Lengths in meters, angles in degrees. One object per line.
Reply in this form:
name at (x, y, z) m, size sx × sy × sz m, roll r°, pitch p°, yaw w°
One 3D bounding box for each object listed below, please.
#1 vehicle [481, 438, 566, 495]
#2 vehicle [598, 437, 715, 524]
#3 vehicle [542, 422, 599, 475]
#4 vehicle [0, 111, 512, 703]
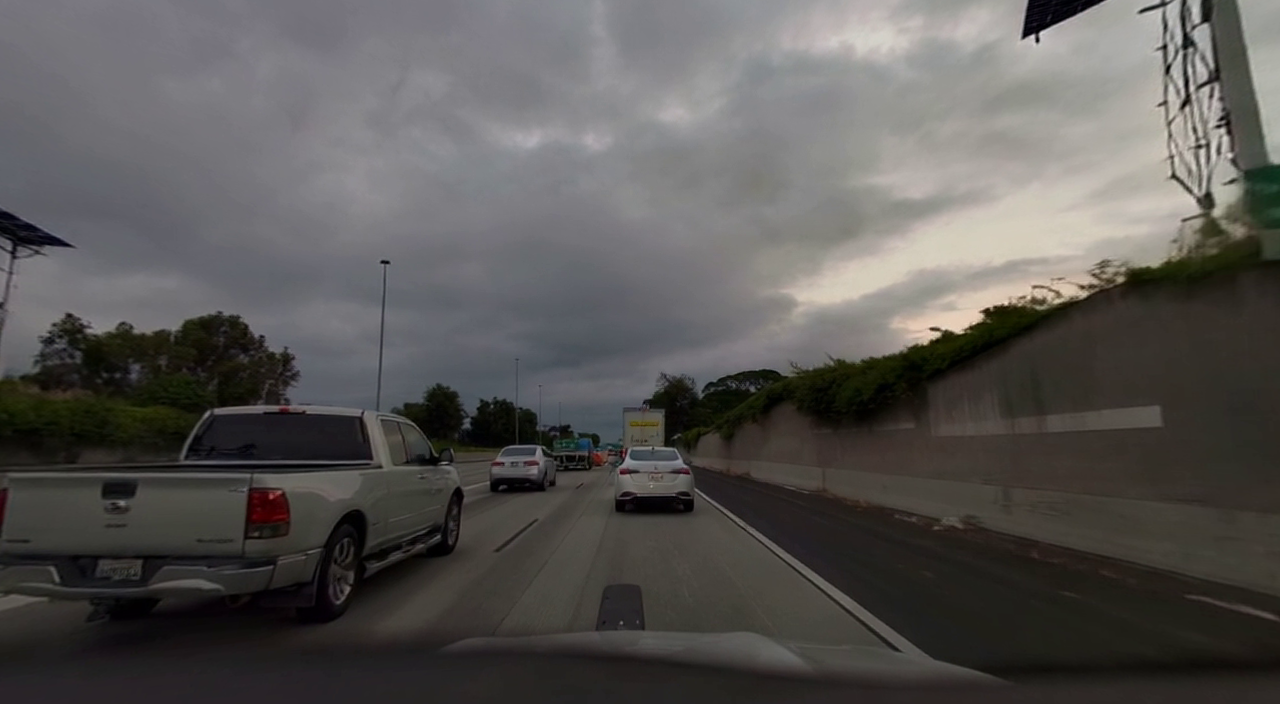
vehicle at (-3.649, 3.648, 20.433) m, size 1.963 × 1.627 × 3.849 m, roll 0°, pitch -9°, yaw 1°
vehicle at (0.268, 2.545, 12.960) m, size 2.063 × 1.507 × 3.488 m, roll 0°, pitch -9°, yaw -1°
vehicle at (-3.668, 5.322, 34.697) m, size 2.290 × 2.613 × 5.975 m, roll 0°, pitch -9°, yaw 2°
vehicle at (-3.019, 0.874, 5.742) m, size 2.289 × 2.757 × 6.726 m, roll 0°, pitch -9°, yaw 0°
